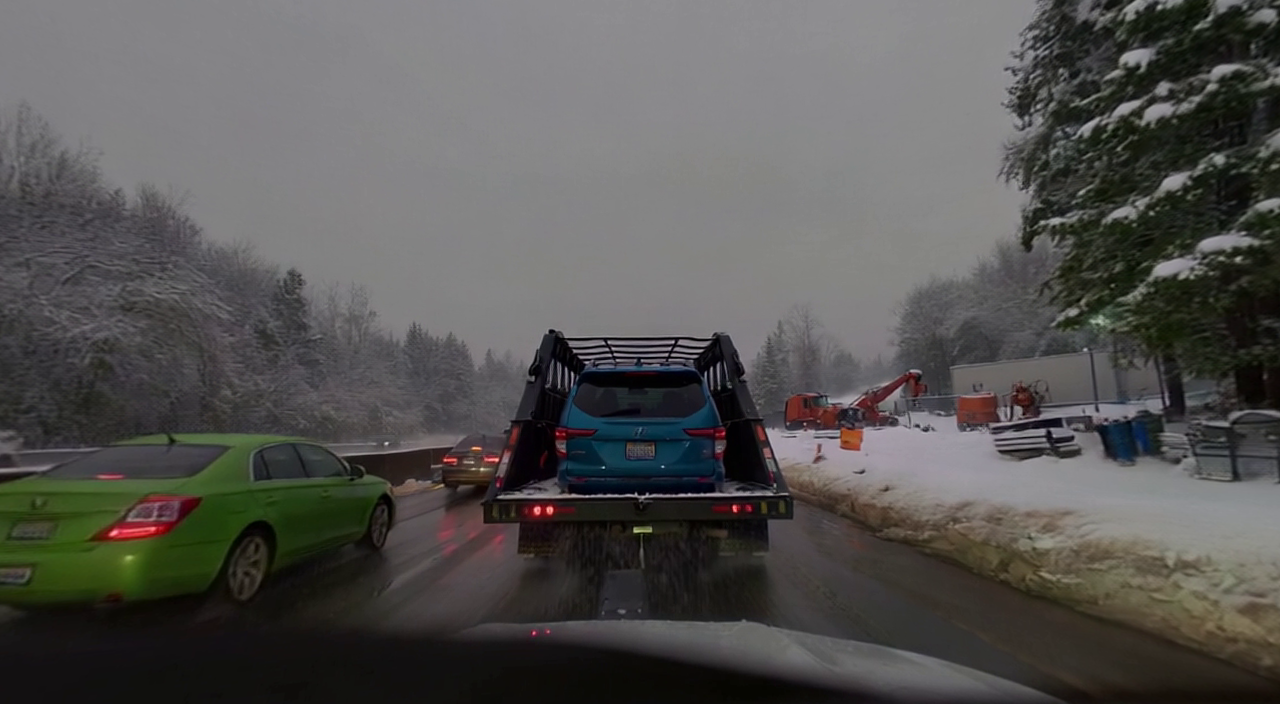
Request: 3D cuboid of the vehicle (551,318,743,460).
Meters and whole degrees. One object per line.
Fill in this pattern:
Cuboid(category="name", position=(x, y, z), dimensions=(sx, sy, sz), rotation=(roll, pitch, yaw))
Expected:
Cuboid(category="vehicle", position=(-0.032, 0.763, 9.511), dimensions=(2.156, 1.604, 4.680), rotation=(0, -9, -3))

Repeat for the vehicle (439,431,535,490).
Cuboid(category="vehicle", position=(-4.803, 3.477, 20.520), dimensions=(2.057, 1.665, 4.572), rotation=(0, -9, -1))

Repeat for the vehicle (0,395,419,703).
Cuboid(category="vehicle", position=(-3.916, 1.338, 5.582), dimensions=(2.155, 1.513, 4.964), rotation=(0, -9, 0))

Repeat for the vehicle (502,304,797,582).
Cuboid(category="vehicle", position=(-0.174, 1.607, 11.194), dimensions=(2.735, 2.597, 10.435), rotation=(1, -9, -3))
